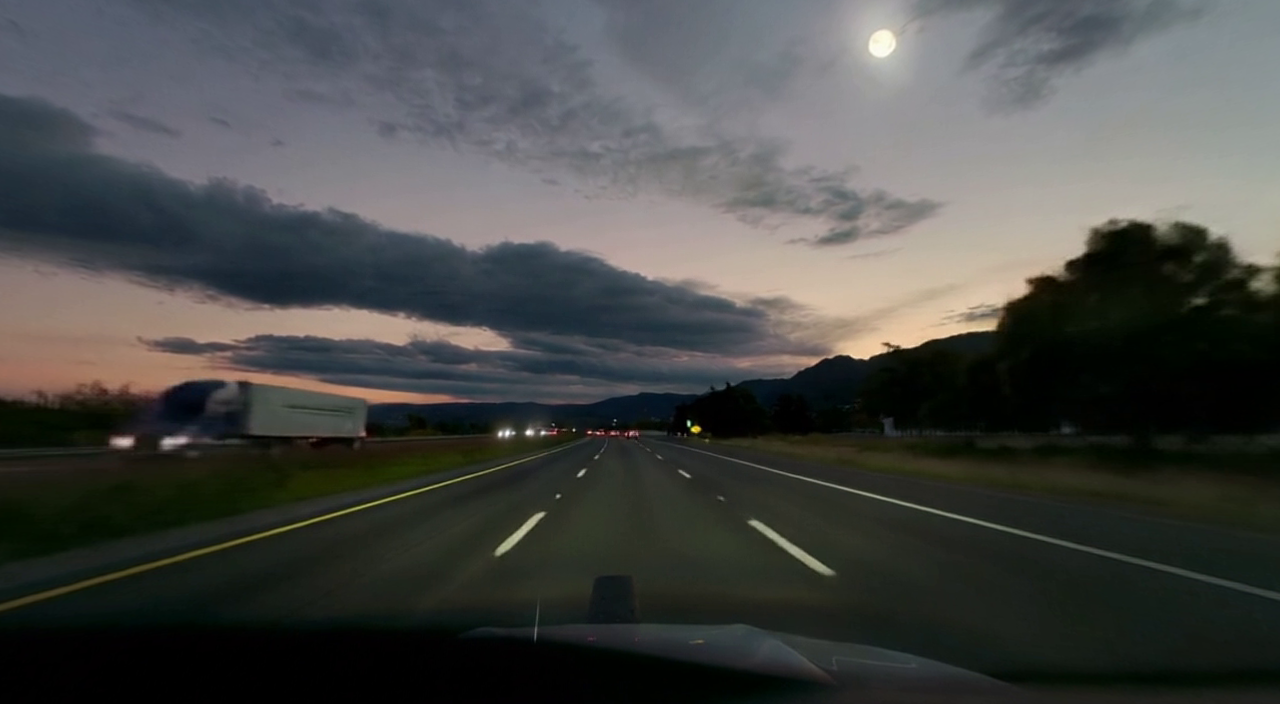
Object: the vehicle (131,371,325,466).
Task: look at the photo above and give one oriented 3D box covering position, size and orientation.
[{"bbox_3d":[-19.909,3.467,31.667,2.945,3.987,10.214,0,-8,-1],"label":"vehicle"}]
